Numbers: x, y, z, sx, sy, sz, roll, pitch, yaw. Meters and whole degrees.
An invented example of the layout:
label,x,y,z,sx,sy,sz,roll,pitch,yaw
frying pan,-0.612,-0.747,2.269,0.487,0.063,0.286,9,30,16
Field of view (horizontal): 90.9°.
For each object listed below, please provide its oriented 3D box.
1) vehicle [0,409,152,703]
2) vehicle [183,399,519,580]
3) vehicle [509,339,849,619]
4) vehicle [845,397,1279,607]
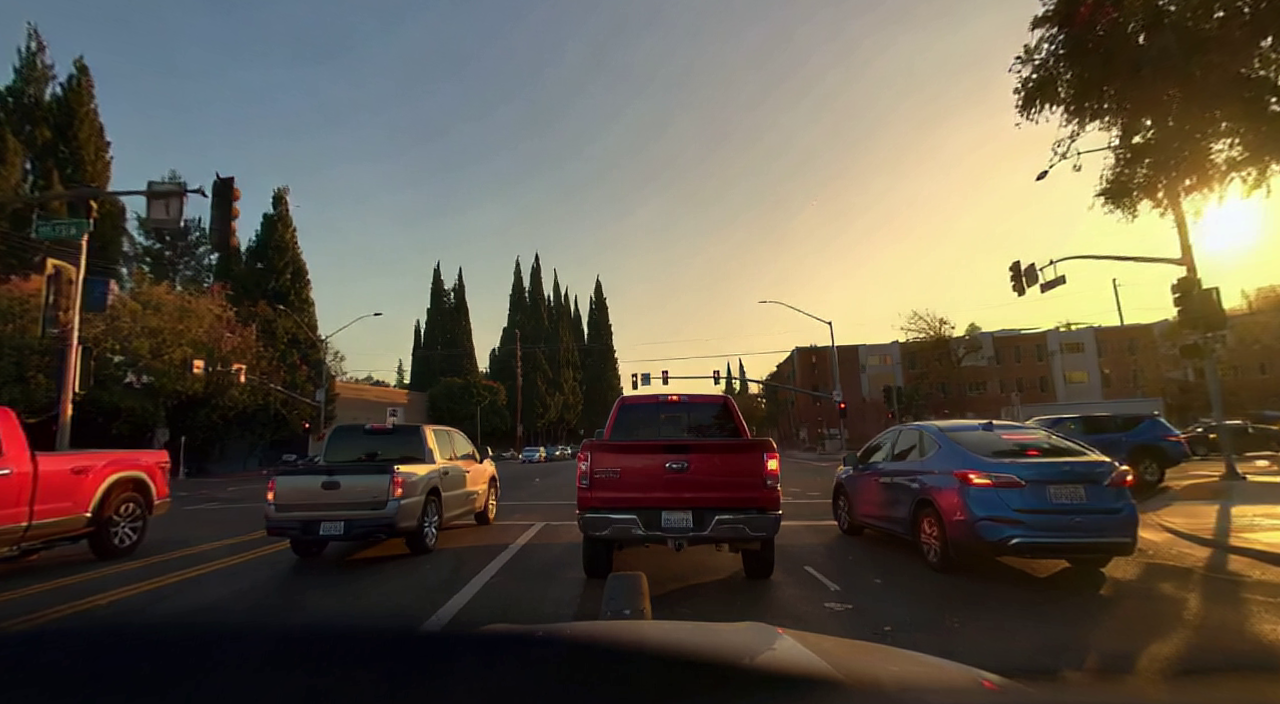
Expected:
label,x,y,z,sx,sy,sz,roll,pitch,yaw
vehicle,-3.391,0.709,0.656,1.998,1.481,4.656,0,-8,1
vehicle,-3.290,1.689,8.571,2.125,1.739,4.707,0,-8,3
vehicle,0.330,1.277,7.154,2.505,2.084,4.768,0,-8,1
vehicle,4.051,1.500,7.181,1.984,1.659,4.226,0,-8,0
